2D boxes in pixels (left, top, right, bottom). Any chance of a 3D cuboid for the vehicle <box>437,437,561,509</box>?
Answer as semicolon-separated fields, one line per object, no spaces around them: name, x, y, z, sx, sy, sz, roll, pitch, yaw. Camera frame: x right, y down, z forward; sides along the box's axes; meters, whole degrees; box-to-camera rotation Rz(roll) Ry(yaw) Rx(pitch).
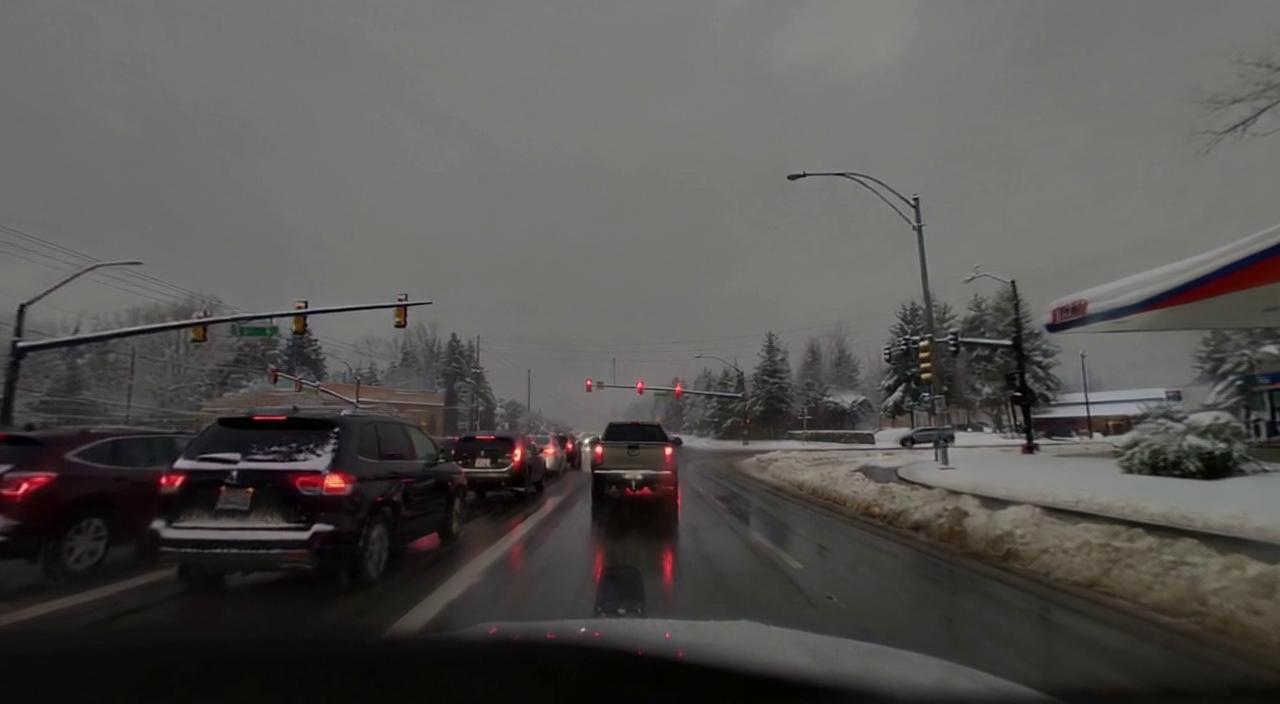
vehicle;-3.068;2.724;14.694;1.881;1.424;4.098;0;-9;1

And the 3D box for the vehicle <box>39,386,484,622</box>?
vehicle;-3.304;1.429;6.823;2.096;1.718;4.266;0;-9;1

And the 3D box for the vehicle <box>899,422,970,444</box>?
vehicle;23.203;6.410;49.903;4.548;1.730;2.013;0;-8;-1

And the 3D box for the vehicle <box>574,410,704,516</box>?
vehicle;-0.042;2.282;13.428;2.224;1.819;5.005;0;-9;0
